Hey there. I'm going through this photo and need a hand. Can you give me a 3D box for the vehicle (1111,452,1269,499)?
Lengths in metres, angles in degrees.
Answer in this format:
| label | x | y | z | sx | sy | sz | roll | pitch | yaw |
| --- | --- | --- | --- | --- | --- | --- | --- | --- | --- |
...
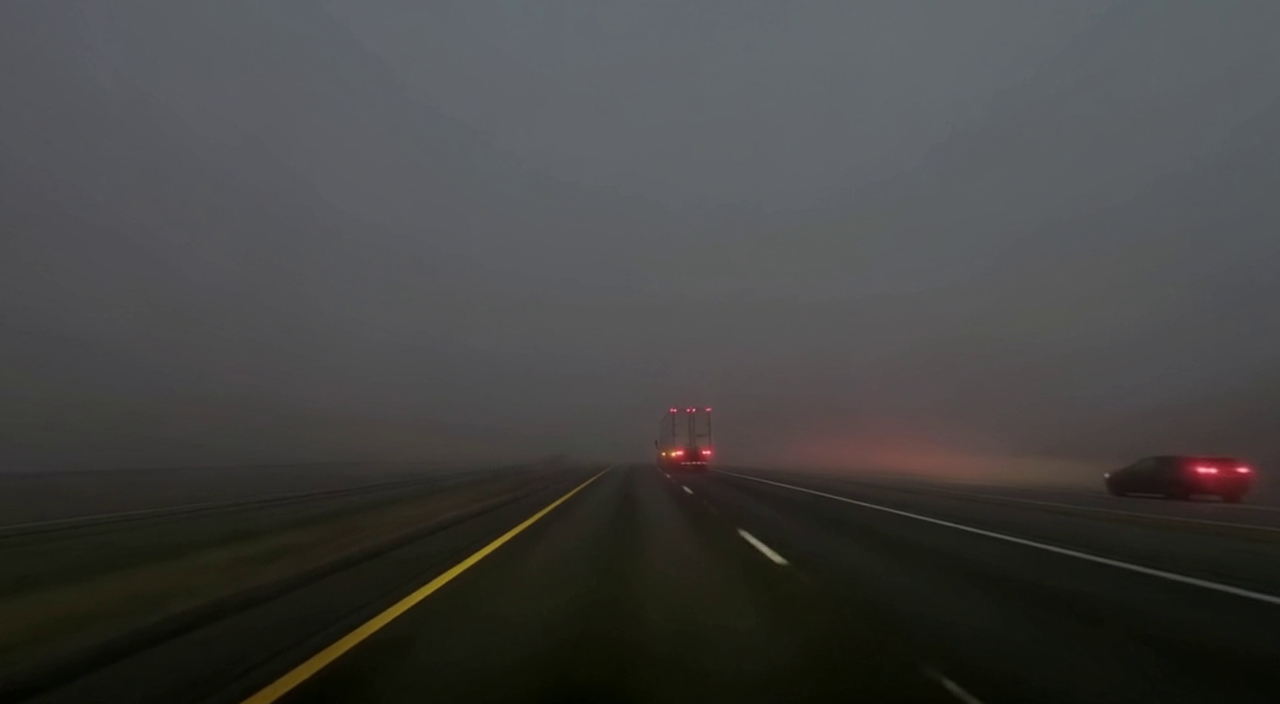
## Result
| label | x | y | z | sx | sy | sz | roll | pitch | yaw |
| --- | --- | --- | --- | --- | --- | --- | --- | --- | --- |
| vehicle | 19.349 | 4.315 | 22.439 | 1.836 | 1.499 | 3.936 | 1 | -9 | -6 |
